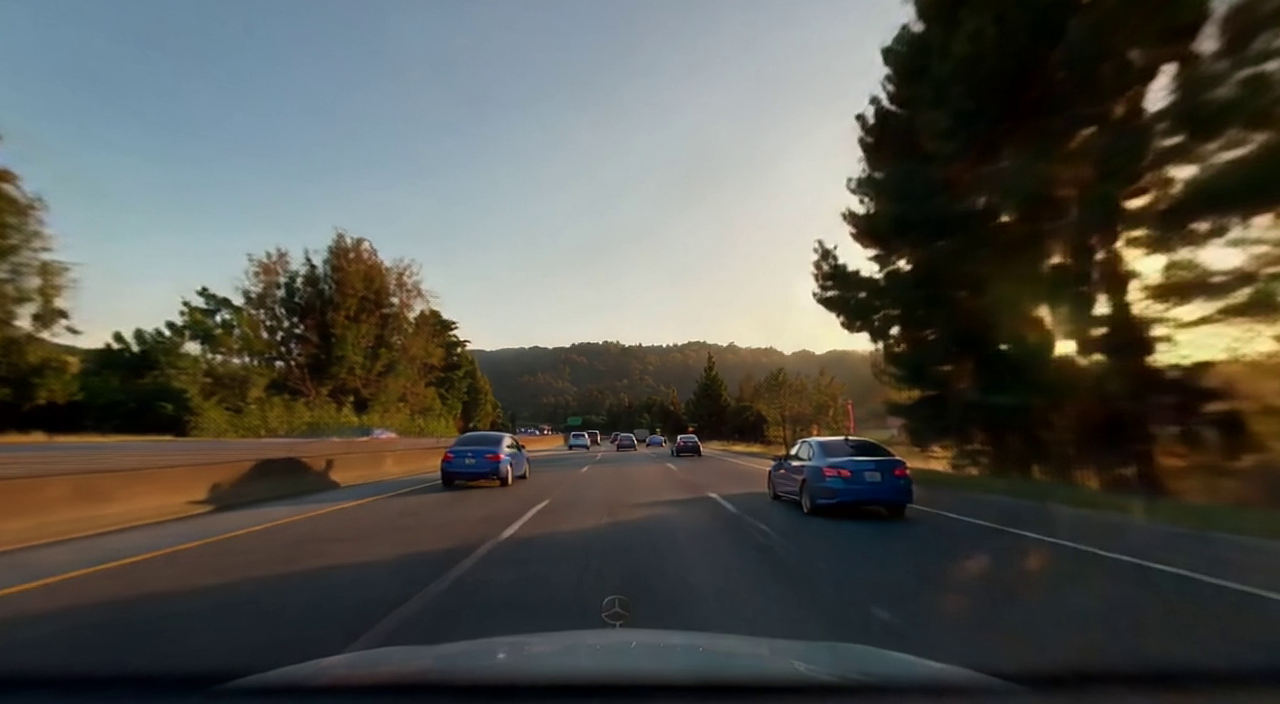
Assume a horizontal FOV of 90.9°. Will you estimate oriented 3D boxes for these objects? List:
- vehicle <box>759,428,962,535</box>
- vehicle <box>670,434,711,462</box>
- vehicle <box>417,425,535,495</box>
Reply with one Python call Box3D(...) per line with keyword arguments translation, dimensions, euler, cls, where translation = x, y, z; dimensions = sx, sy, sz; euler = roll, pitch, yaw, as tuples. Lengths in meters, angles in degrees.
Box3D(translation=(3.500, 2.097, 10.917), dimensions=(1.986, 1.488, 3.867), euler=(0, -8, -2), cls="vehicle")
Box3D(translation=(2.835, 5.483, 36.173), dimensions=(1.883, 1.536, 3.792), euler=(1, -8, -3), cls="vehicle")
Box3D(translation=(-3.958, 2.672, 16.007), dimensions=(1.941, 1.529, 4.111), euler=(0, -8, -1), cls="vehicle")
